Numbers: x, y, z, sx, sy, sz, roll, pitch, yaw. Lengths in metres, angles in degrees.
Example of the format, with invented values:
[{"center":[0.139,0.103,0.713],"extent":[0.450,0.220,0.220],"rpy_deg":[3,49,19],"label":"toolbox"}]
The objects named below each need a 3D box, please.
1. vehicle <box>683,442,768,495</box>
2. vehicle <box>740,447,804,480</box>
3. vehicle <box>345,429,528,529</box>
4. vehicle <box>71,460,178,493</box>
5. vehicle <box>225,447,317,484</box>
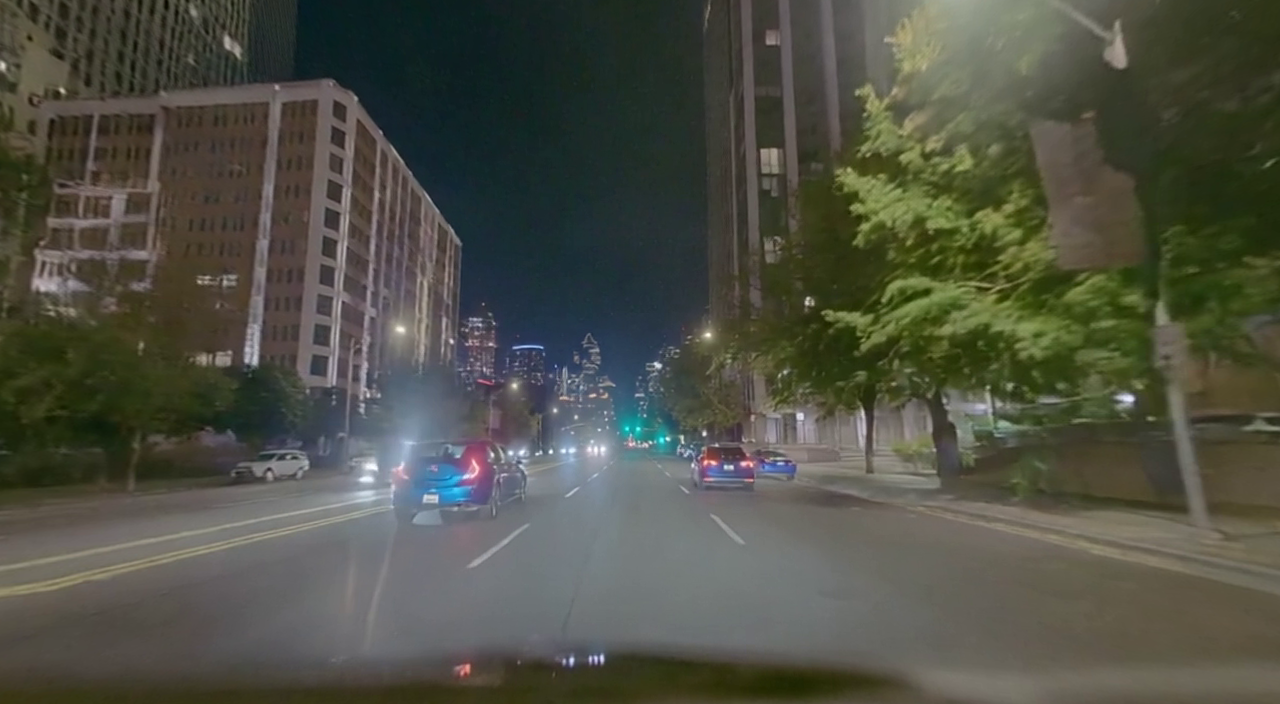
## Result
[{"center":[2.576,3.626,20.123],"extent":[1.978,1.471,4.426],"rpy_deg":[1,-9,-2],"label":"vehicle"},{"center":[6.237,5.341,30.481],"extent":[1.881,1.439,4.725],"rpy_deg":[1,-9,-3],"label":"vehicle"},{"center":[-3.526,2.285,11.905],"extent":[2.062,1.527,4.044],"rpy_deg":[0,-9,0],"label":"vehicle"},{"center":[-25.868,6.238,31.780],"extent":[3.625,1.443,1.939],"rpy_deg":[-1,-9,-3],"label":"vehicle"},{"center":[-18.080,5.549,31.222],"extent":[1.929,1.665,4.304],"rpy_deg":[0,-9,0],"label":"vehicle"}]
